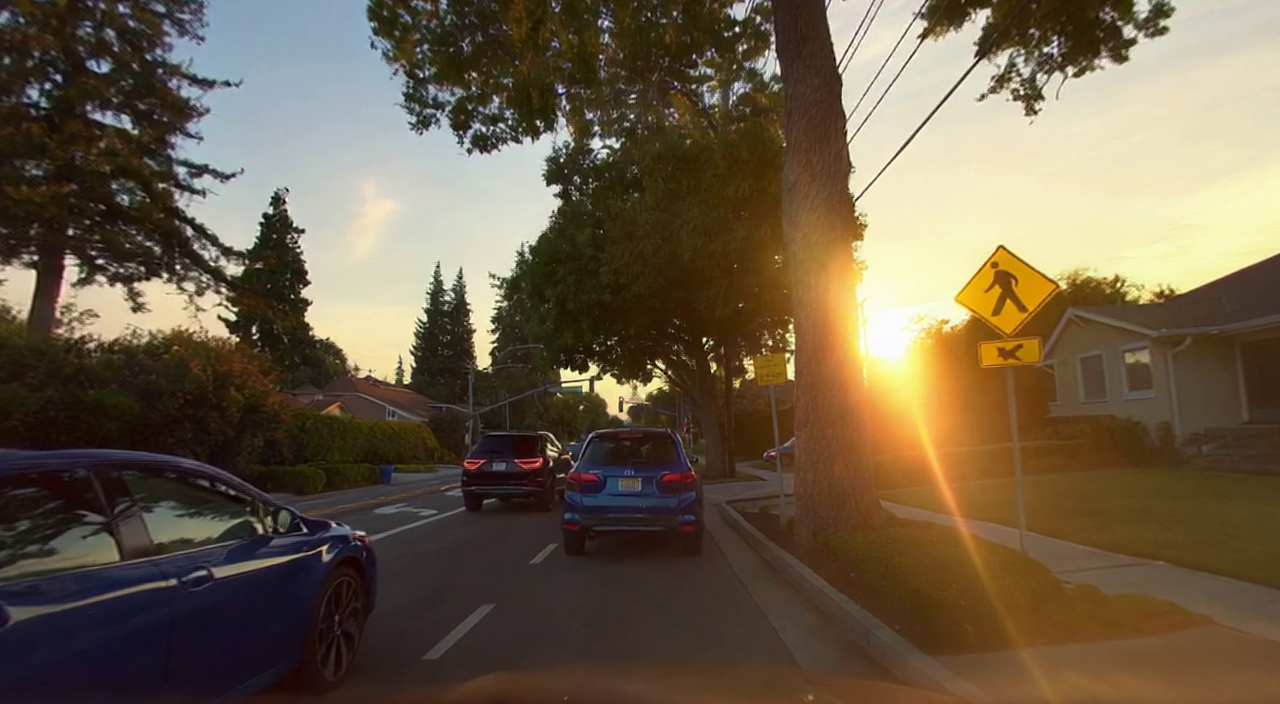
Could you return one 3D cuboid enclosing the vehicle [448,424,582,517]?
[{"bbox_3d":[-2.558,2.567,14.066,2.000,1.737,4.133,0,-9,2],"label":"vehicle"}]

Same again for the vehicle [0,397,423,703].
[{"bbox_3d":[-2.874,1.040,2.948,1.968,1.472,4.685,0,-9,1],"label":"vehicle"}]

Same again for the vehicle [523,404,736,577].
[{"bbox_3d":[-0.104,1.683,8.333,2.120,1.718,3.909,0,-9,0],"label":"vehicle"}]

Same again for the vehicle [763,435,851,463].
[{"bbox_3d":[9.367,5.467,35.637,4.456,1.504,1.914,-1,-9,5],"label":"vehicle"}]
